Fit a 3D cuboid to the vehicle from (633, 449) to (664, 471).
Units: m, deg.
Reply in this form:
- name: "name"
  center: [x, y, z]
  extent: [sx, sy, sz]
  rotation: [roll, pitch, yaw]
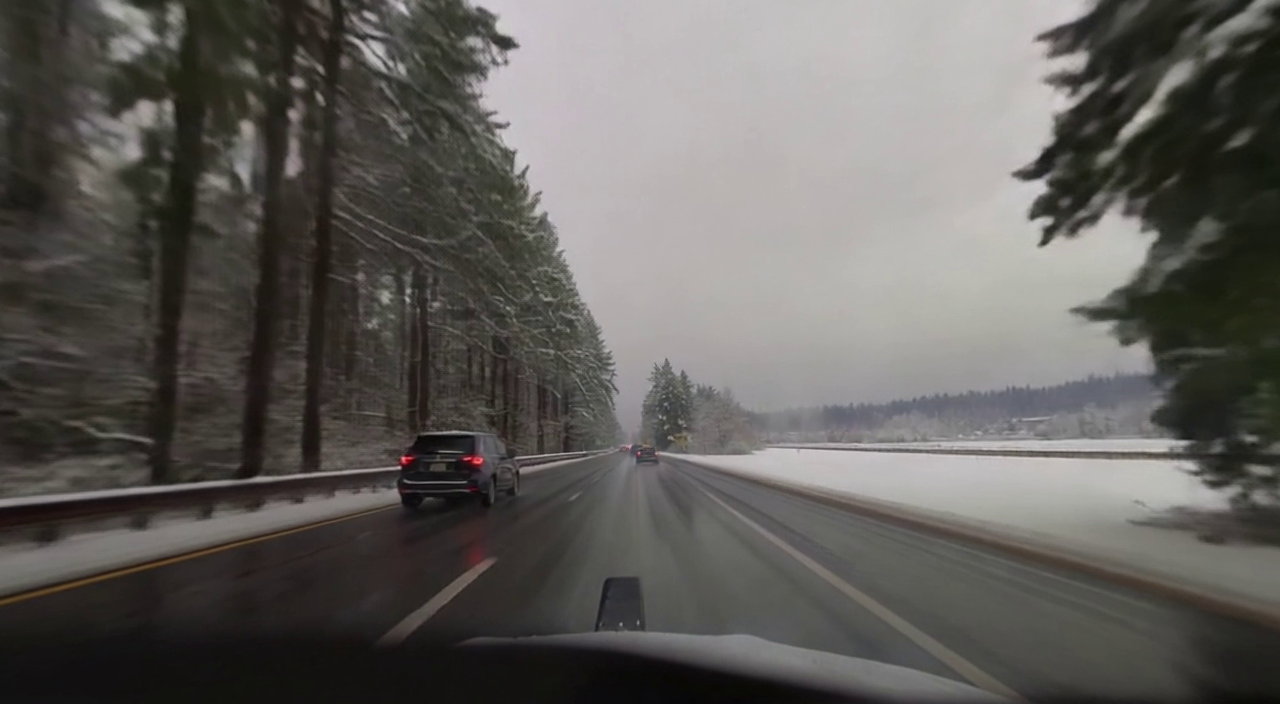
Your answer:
- name: "vehicle"
  center: [0.527, 7.364, 43.204]
  extent: [2.046, 1.452, 4.407]
  rotation: [0, -9, -1]

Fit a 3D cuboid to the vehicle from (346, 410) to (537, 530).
- name: "vehicle"
  center: [-3.829, 2.408, 13.413]
  extent: [2.418, 2.049, 4.930]
  rotation: [0, -9, 0]
